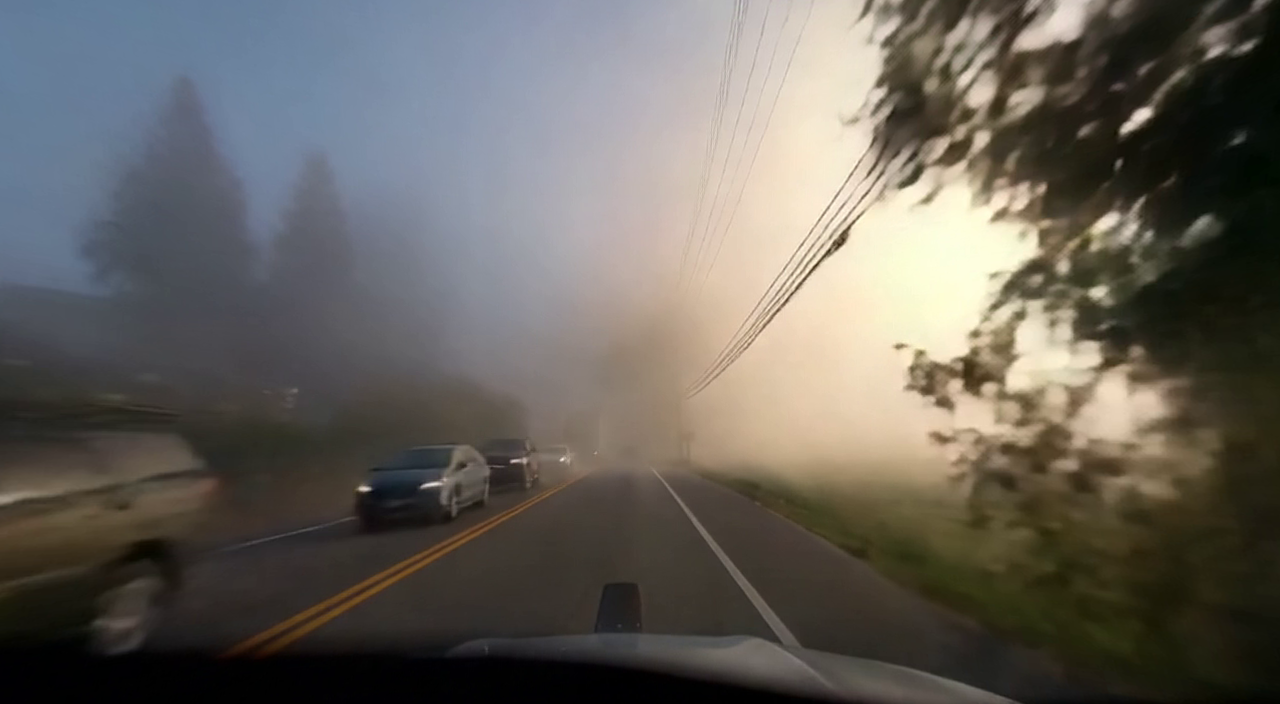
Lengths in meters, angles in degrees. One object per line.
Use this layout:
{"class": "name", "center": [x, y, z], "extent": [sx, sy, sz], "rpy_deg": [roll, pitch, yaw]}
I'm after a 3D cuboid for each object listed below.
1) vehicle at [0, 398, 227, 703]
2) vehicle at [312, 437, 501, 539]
{"class": "vehicle", "center": [-4.445, 1.019, 2.568], "extent": [2.284, 1.634, 4.756], "rpy_deg": [-3, -8, 1]}
{"class": "vehicle", "center": [-4.573, 2.677, 13.291], "extent": [2.269, 1.630, 4.636], "rpy_deg": [-3, -8, -1]}
